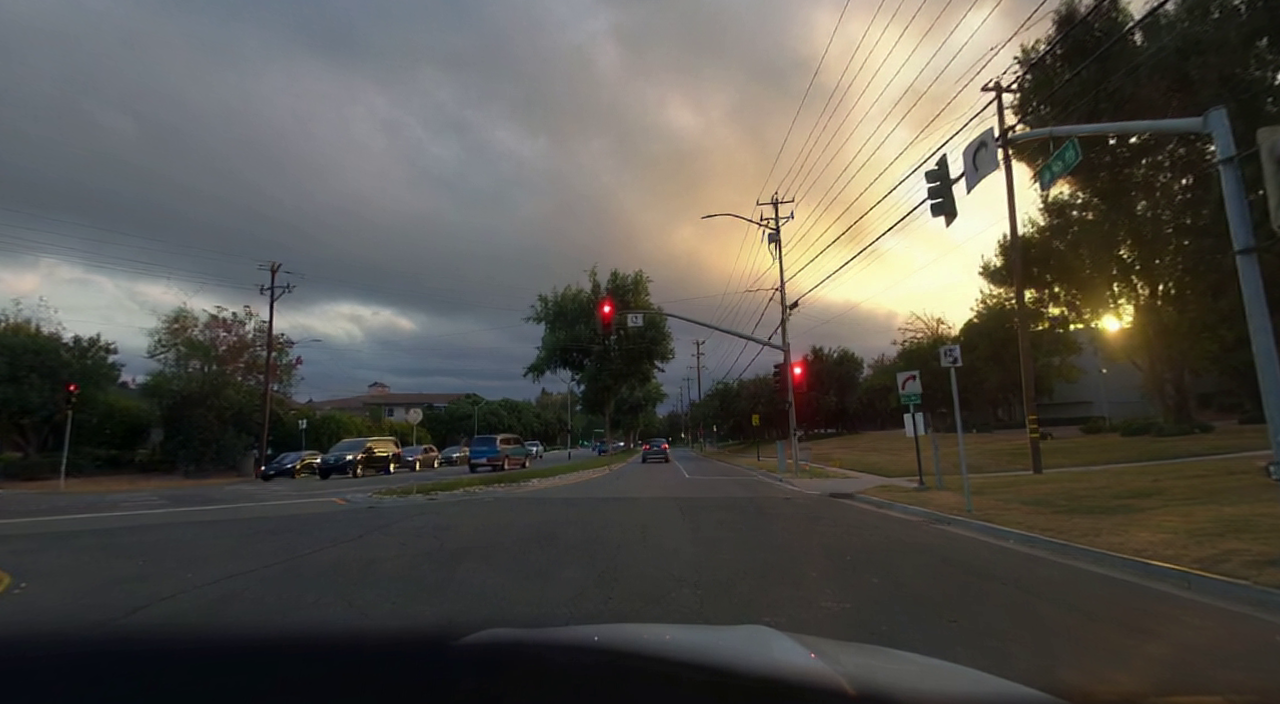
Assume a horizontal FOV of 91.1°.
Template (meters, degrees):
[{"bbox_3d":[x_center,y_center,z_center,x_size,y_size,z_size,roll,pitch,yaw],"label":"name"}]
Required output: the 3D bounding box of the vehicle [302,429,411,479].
[{"bbox_3d":[-13.120,4.768,29.629,2.350,2.104,5.828,0,-8,1],"label":"vehicle"}]

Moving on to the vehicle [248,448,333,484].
[{"bbox_3d":[-17.094,5.590,30.965,1.942,1.477,3.957,-4,-9,0],"label":"vehicle"}]

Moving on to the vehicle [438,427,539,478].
[{"bbox_3d":[-6.319,4.290,26.883,2.175,1.957,4.686,-3,-9,15],"label":"vehicle"}]

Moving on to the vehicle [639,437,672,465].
[{"bbox_3d":[0.934,6.496,41.362,2.010,1.681,4.682,0,-8,0],"label":"vehicle"}]
